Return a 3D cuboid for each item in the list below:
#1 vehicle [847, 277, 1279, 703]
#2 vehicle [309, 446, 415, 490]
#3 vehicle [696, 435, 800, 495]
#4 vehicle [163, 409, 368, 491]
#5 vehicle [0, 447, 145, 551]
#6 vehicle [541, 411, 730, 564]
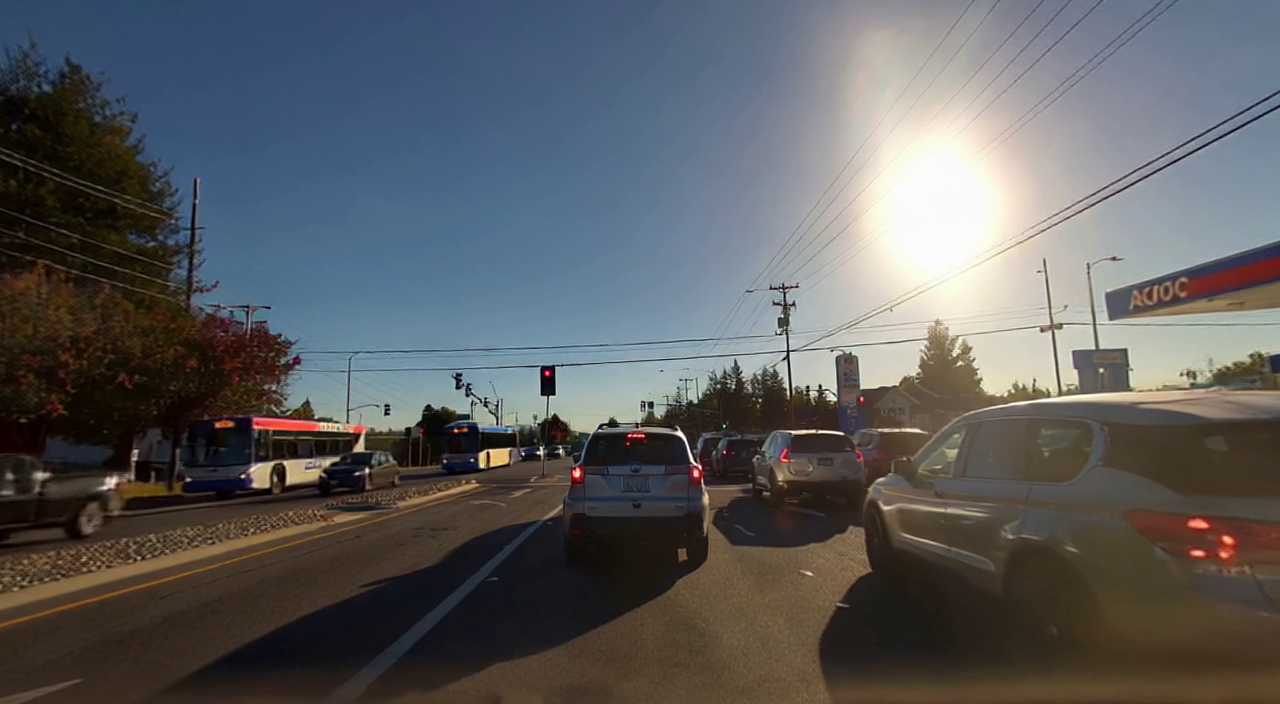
[{"bbox_3d":[3.088,0.958,3.988,2.049,1.813,4.245,0,-9,-1],"label":"vehicle"},{"bbox_3d":[-10.499,4.376,24.283,1.976,1.483,4.630,0,-9,0],"label":"vehicle"},{"bbox_3d":[2.892,3.165,18.033,2.040,1.481,4.407,0,-9,-2],"label":"vehicle"},{"bbox_3d":[-18.727,5.124,33.376,3.010,3.475,12.655,0,-9,1],"label":"vehicle"},{"bbox_3d":[-10.295,2.174,9.416,2.030,1.498,4.690,0,-9,0],"label":"vehicle"},{"bbox_3d":[-0.104,1.805,9.118,2.087,1.677,4.053,0,-9,-2],"label":"vehicle"}]
